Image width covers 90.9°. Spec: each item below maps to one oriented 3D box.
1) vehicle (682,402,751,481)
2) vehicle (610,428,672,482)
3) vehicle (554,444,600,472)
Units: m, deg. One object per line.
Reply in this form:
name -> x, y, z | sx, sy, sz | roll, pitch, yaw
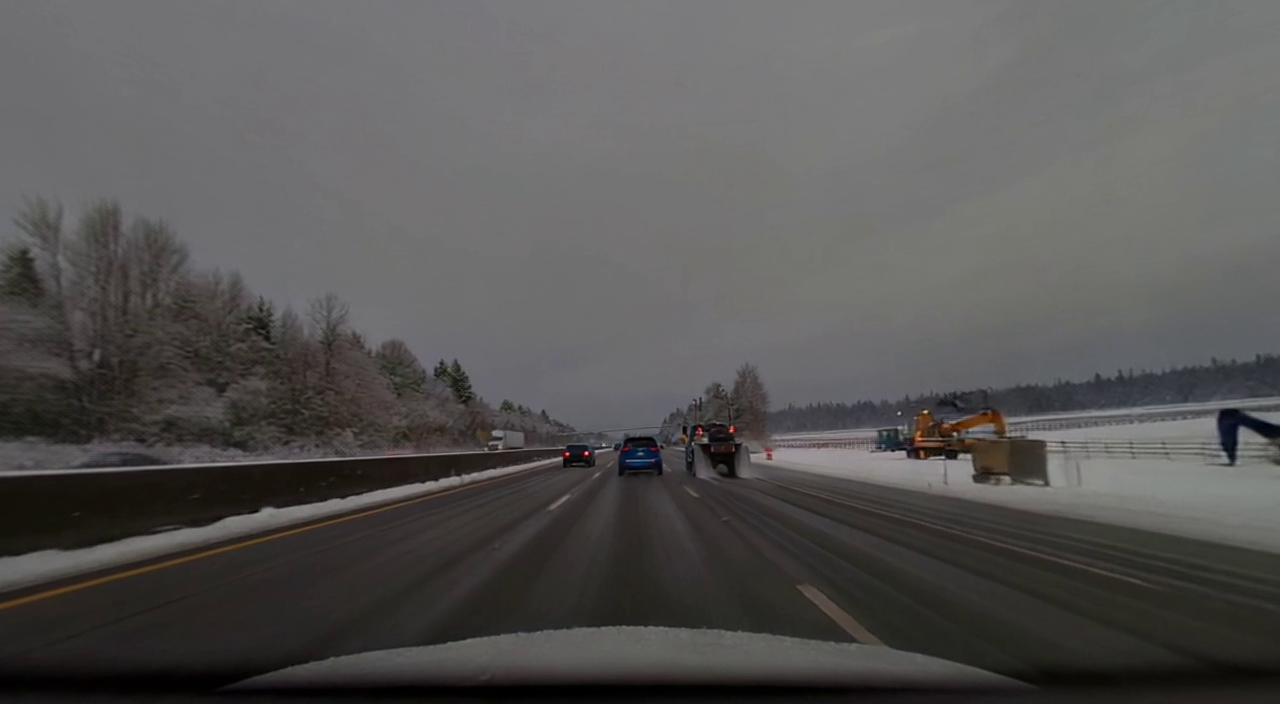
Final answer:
vehicle -> 4.047, 5.089, 35.611 | 2.793, 3.828, 9.580 | 0, -8, 1
vehicle -> 0.063, 4.204, 25.921 | 2.308, 1.993, 4.631 | 0, -8, 1
vehicle -> -3.478, 5.974, 35.716 | 2.096, 1.469, 4.319 | 0, -8, 1
